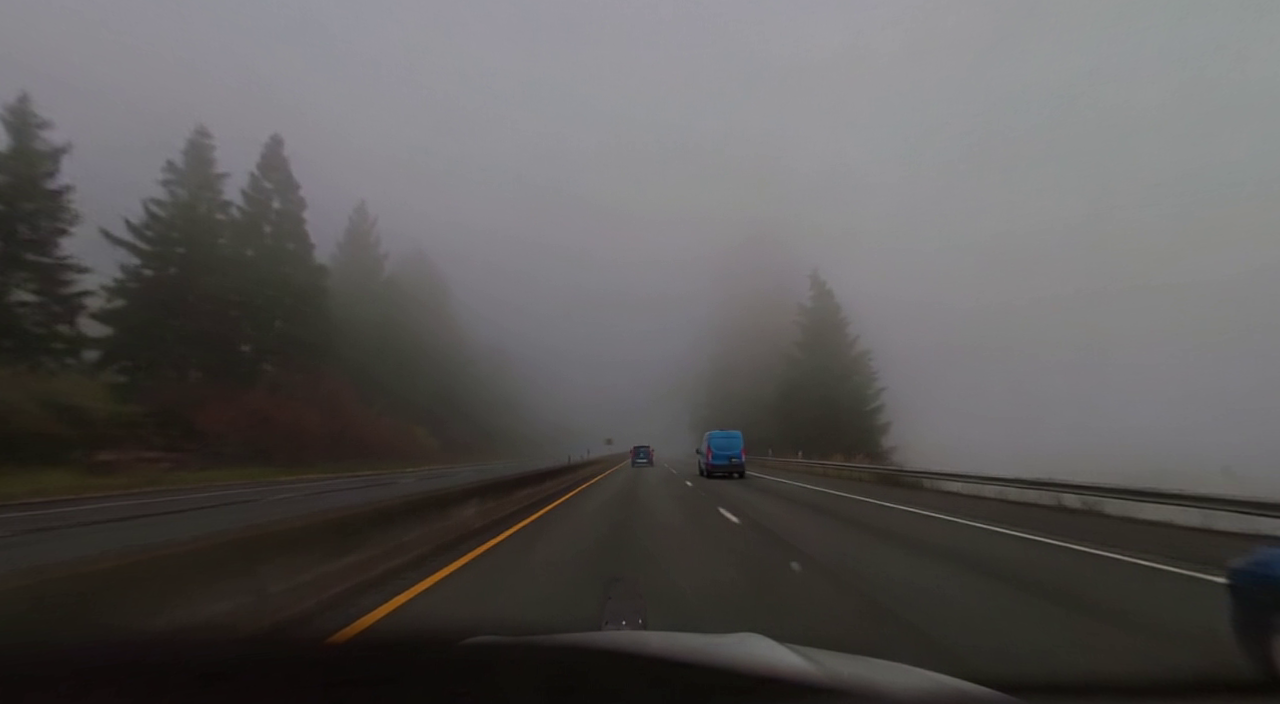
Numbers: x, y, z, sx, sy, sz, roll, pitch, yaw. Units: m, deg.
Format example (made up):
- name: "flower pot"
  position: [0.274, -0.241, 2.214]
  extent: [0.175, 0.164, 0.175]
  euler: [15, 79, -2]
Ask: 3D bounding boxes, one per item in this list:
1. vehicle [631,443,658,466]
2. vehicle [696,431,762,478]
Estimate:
- name: "vehicle"
  position: [0.372, 8.096, 49.965]
  extent: [2.087, 1.707, 4.316]
  euler: [0, -9, 1]
- name: "vehicle"
  position: [4.131, 4.899, 30.281]
  extent: [2.371, 2.045, 4.768]
  euler: [0, -9, -1]
